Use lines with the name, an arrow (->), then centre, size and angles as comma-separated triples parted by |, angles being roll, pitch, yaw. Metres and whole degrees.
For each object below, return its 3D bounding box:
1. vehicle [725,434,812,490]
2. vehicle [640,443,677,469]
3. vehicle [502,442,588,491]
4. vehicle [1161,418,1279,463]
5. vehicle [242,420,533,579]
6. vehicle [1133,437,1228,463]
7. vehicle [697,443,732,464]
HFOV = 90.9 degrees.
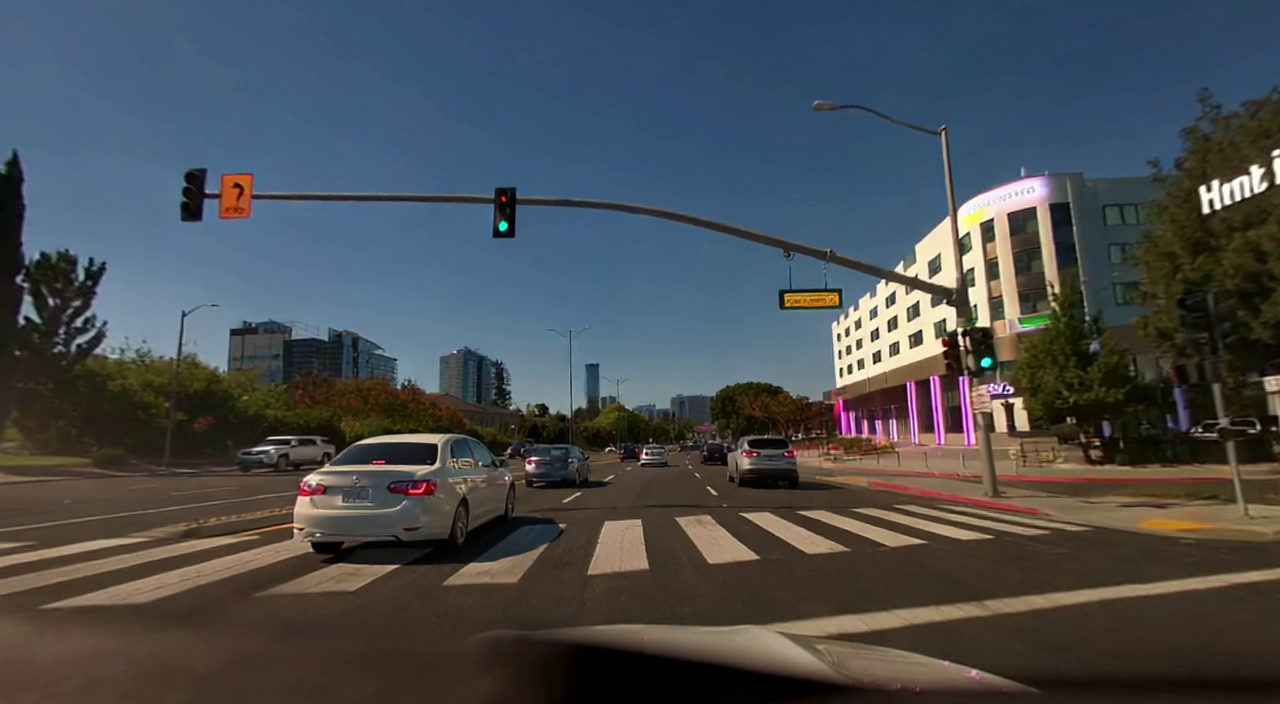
vehicle -> 4.197, 3.657, 21.302 | 2.103, 1.699, 4.171 | 0, -8, 1
vehicle -> 1.193, 6.358, 38.841 | 2.164, 1.477, 3.988 | -1, -8, 3
vehicle -> -3.074, 3.788, 21.308 | 1.980, 1.454, 4.226 | -1, -8, 4
vehicle -> 35.109, 5.343, 37.969 | 2.335, 2.458, 5.717 | 0, -8, -2
vehicle -> -2.908, 1.801, 8.580 | 2.118, 1.568, 4.436 | 0, -8, 0
vehicle -> 32.465, 5.867, 38.057 | 1.842, 1.448, 4.443 | -1, -8, 1
vehicle -> 5.720, 7.851, 48.849 | 2.243, 1.557, 4.359 | 0, -8, 1
